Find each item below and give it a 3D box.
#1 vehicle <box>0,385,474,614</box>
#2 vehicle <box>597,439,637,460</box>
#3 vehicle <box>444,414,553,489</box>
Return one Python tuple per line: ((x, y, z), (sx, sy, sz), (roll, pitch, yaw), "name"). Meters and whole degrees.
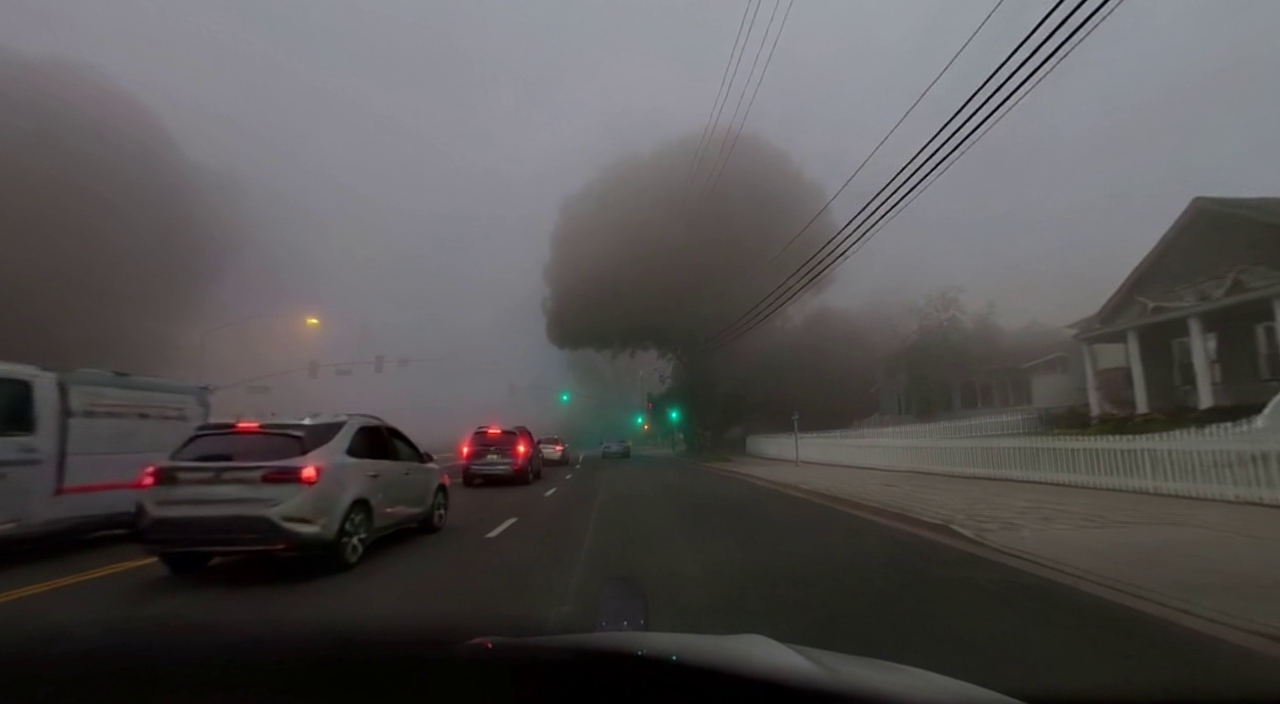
((-3.601, 1.380, 6.868), (2.181, 1.636, 4.504), (-1, -8, 2), "vehicle")
((-1.475, 5.945, 38.569), (2.131, 1.222, 3.868), (0, -8, -7), "vehicle")
((-3.971, 2.901, 18.687), (2.144, 1.877, 4.899), (-1, -8, -1), "vehicle")
